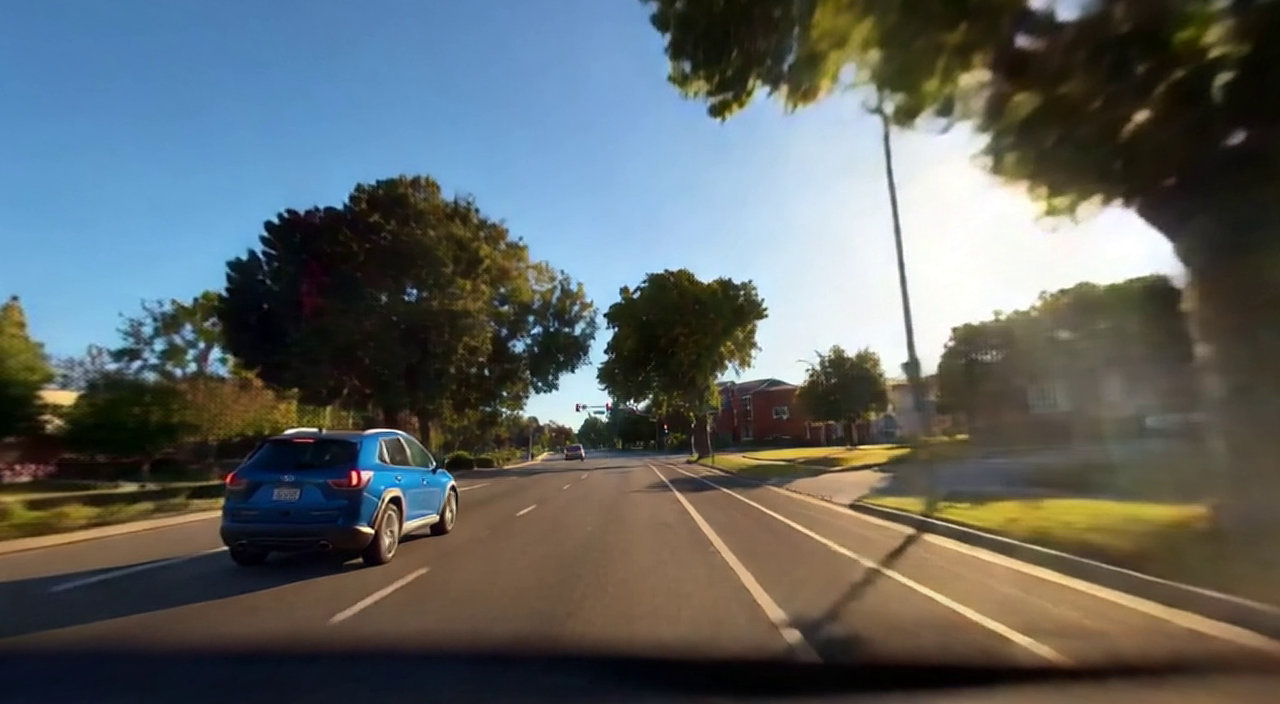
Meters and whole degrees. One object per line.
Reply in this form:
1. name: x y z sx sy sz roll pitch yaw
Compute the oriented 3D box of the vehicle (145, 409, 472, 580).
1. vehicle: -3.993 1.797 8.738 2.121 1.724 4.392 0 -9 0
